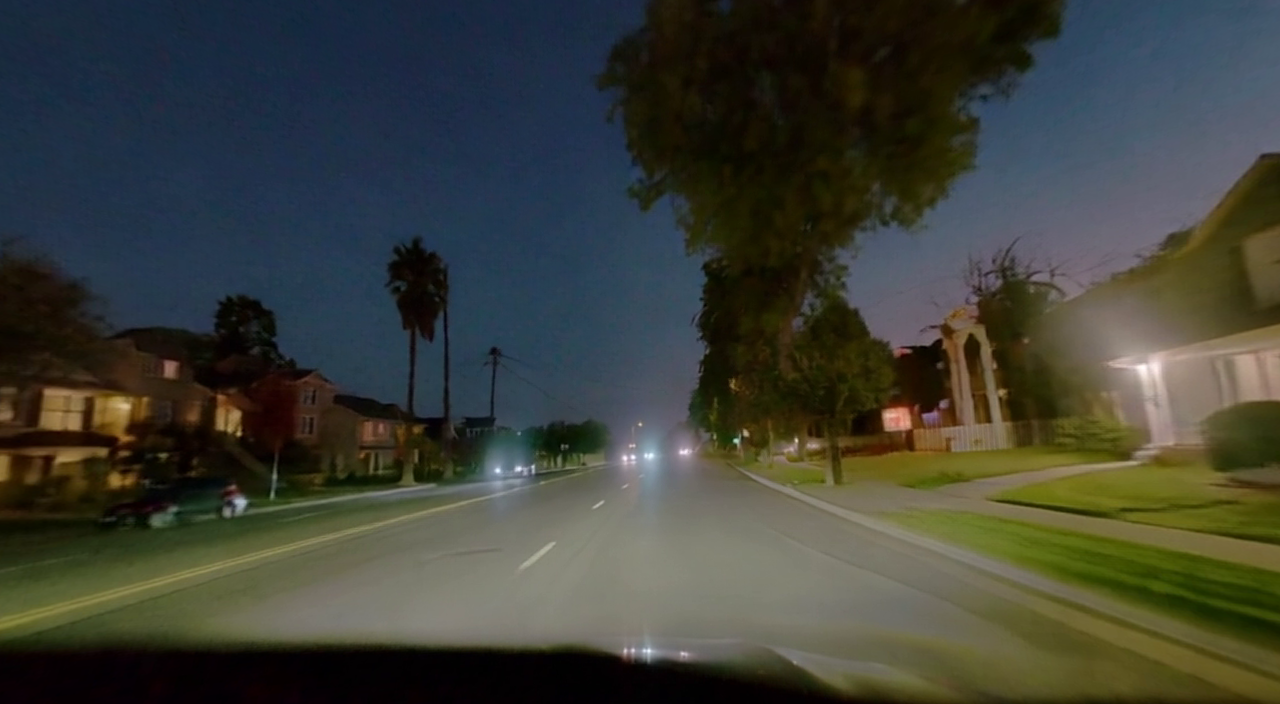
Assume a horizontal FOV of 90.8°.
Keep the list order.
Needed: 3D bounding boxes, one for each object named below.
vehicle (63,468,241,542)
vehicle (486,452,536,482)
[{"bbox_3d":[-13.638,4.256,18.031,1.804,1.498,4.136,-5,-8,1],"label":"vehicle"},{"bbox_3d":[-8.529,7.623,42.073,2.001,1.725,4.504,-3,-8,6],"label":"vehicle"}]
